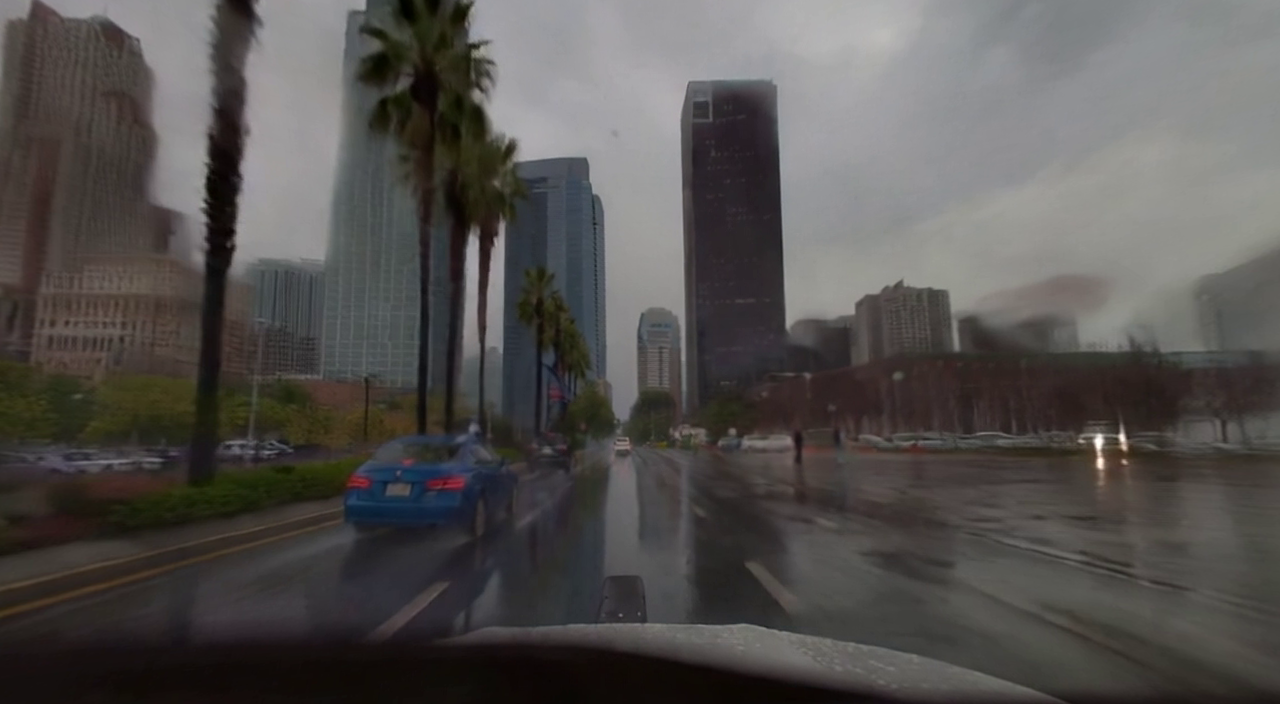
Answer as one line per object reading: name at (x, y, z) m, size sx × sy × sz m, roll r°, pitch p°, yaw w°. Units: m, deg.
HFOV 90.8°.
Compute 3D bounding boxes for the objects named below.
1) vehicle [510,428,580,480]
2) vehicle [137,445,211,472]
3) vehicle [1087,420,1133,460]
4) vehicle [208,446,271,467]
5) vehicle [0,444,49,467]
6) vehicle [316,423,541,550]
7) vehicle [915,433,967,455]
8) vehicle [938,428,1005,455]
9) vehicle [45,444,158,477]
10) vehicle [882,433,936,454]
vehicle at (-3.334, 3.681, 22.926) m, size 1.894 × 1.702 × 3.999 m, roll 0°, pitch -8°, yaw 0°
vehicle at (-31.209, 7.124, 42.441) m, size 1.835 × 1.664 × 3.972 m, roll -1°, pitch -8°, yaw 2°
vehicle at (24.258, 4.530, 32.615) m, size 1.679 × 1.923 × 3.703 m, roll -6°, pitch -10°, yaw 36°
vehicle at (-31.129, 8.122, 49.282) m, size 1.859 × 1.524 × 4.812 m, roll 0°, pitch -8°, yaw -2°
vehicle at (-42.842, 6.990, 42.756) m, size 3.721 × 1.477 × 1.828 m, roll 0°, pitch -8°, yaw -3°
vehicle at (-2.957, 1.981, 10.032) m, size 2.071 × 1.544 × 4.383 m, roll 0°, pitch -8°, yaw 0°
vehicle at (22.551, 6.912, 47.522) m, size 1.938 × 1.522 × 4.121 m, roll 0°, pitch -8°, yaw 1°
vehicle at (24.910, 6.786, 47.714) m, size 2.147 × 1.886 × 5.603 m, roll 0°, pitch -8°, yaw 1°
vehicle at (-30.882, 6.208, 36.495) m, size 1.947 × 1.763 × 5.176 m, roll 0°, pitch -8°, yaw -1°
vehicle at (20.174, 6.886, 47.623) m, size 1.976 × 1.431 × 4.774 m, roll -1°, pitch -8°, yaw -1°
